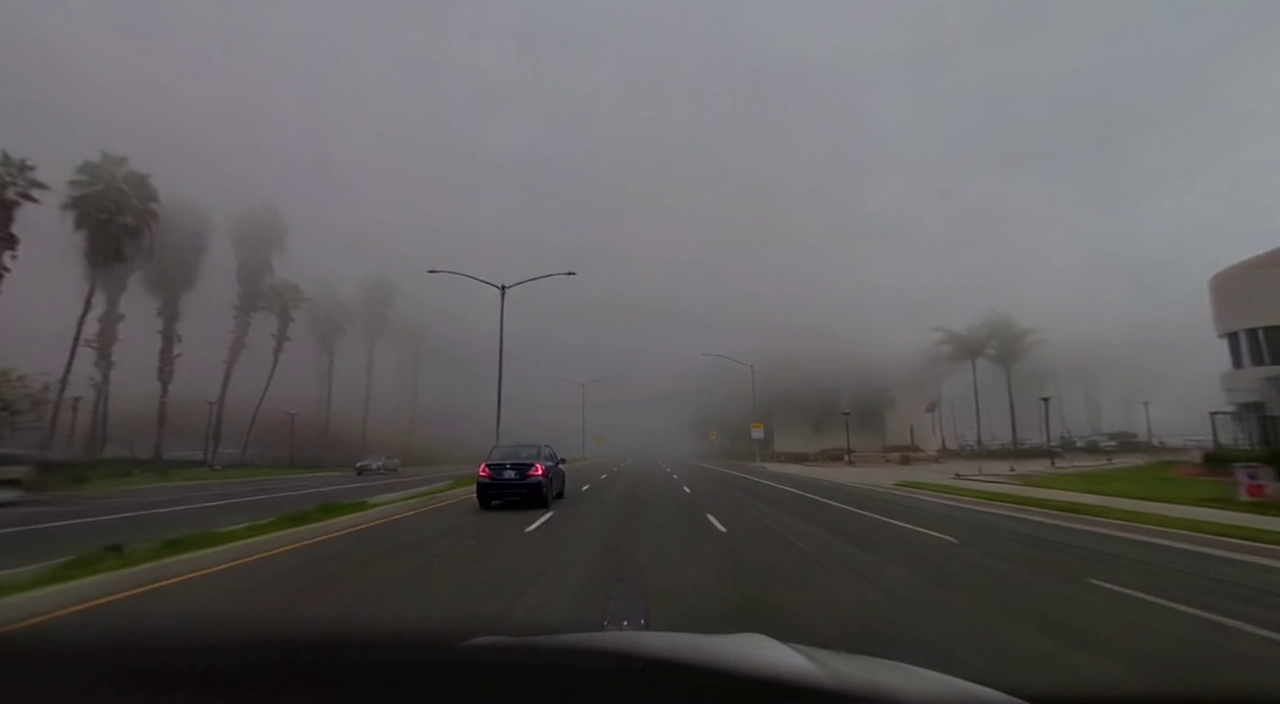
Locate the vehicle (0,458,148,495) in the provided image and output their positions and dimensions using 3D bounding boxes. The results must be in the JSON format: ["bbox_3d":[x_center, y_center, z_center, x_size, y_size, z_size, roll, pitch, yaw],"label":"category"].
[{"bbox_3d":[-24.749,5.431,27.604,4.603,1.480,2.167,0,-8,1],"label":"vehicle"}]

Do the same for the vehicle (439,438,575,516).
[{"bbox_3d":[-2.948,2.871,15.196,2.162,1.549,4.795,0,-8,1],"label":"vehicle"}]

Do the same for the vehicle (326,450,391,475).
[{"bbox_3d":[-18.073,7.106,40.708,1.993,1.466,4.731,0,-8,1],"label":"vehicle"}]
